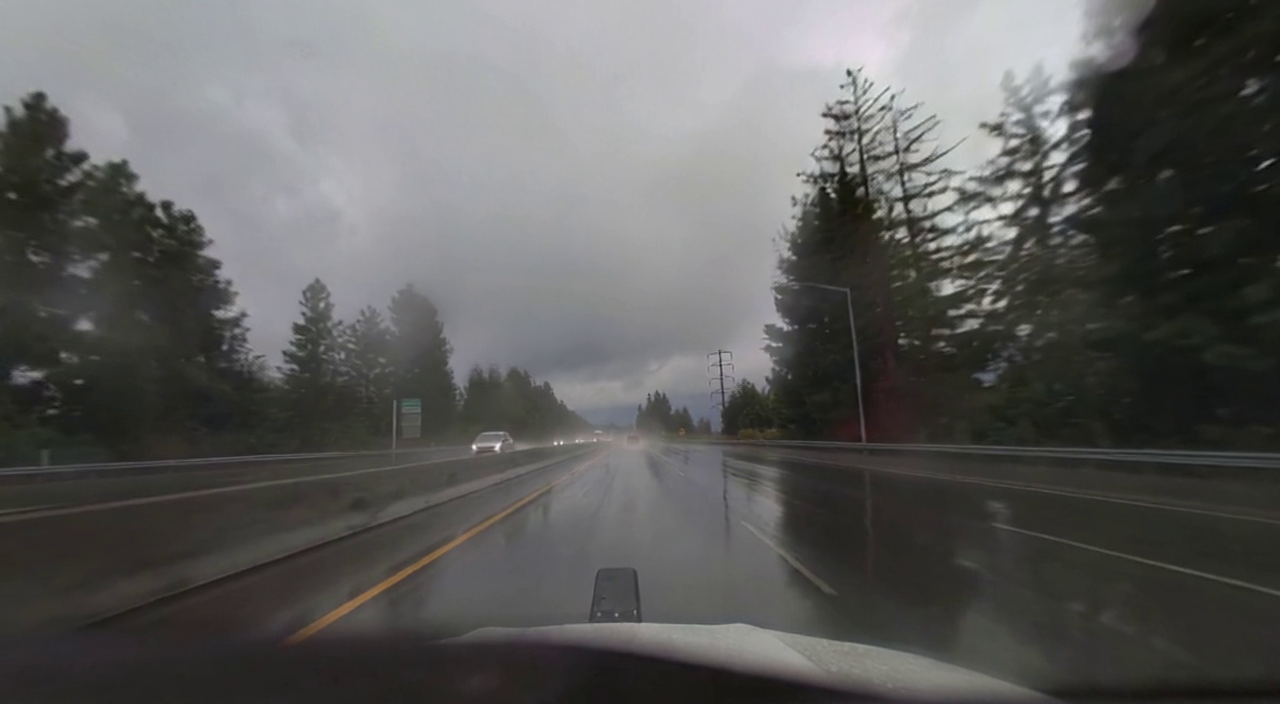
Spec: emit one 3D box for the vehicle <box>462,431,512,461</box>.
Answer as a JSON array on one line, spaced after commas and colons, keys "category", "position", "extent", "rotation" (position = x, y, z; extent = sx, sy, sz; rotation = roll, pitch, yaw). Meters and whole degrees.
[{"category": "vehicle", "position": [-9.889, 6.082, 41.042], "extent": [2.174, 1.820, 4.527], "rotation": [0, -8, -1]}]
